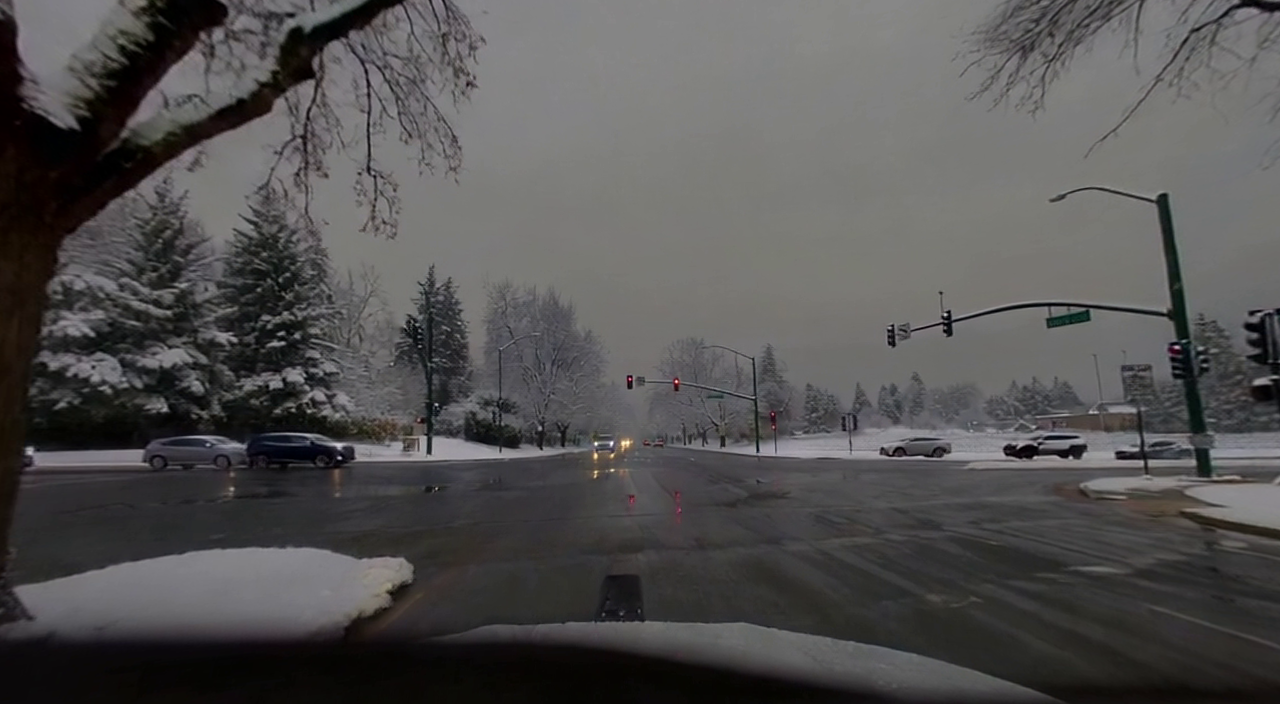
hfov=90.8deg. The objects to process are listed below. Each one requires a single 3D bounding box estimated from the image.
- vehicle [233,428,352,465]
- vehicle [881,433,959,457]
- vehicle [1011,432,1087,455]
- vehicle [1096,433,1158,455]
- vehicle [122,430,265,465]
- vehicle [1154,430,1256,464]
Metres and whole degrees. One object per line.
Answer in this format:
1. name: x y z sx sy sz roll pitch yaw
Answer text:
1. vehicle: -15.250 4.197 28.026 4.331 1.544 1.896 3 -9 -21
2. vehicle: 18.054 6.007 40.793 4.516 1.468 1.962 3 -9 -22
3. vehicle: 29.092 6.534 44.958 4.481 1.561 2.001 2 -9 -16
4. vehicle: 37.001 7.013 48.000 4.533 1.471 1.772 6 -8 -24
5. vehicle: -20.269 4.377 28.930 4.912 1.485 1.922 3 -9 -19
6. vehicle: 27.655 4.660 30.914 4.515 1.543 1.872 4 -9 -24
